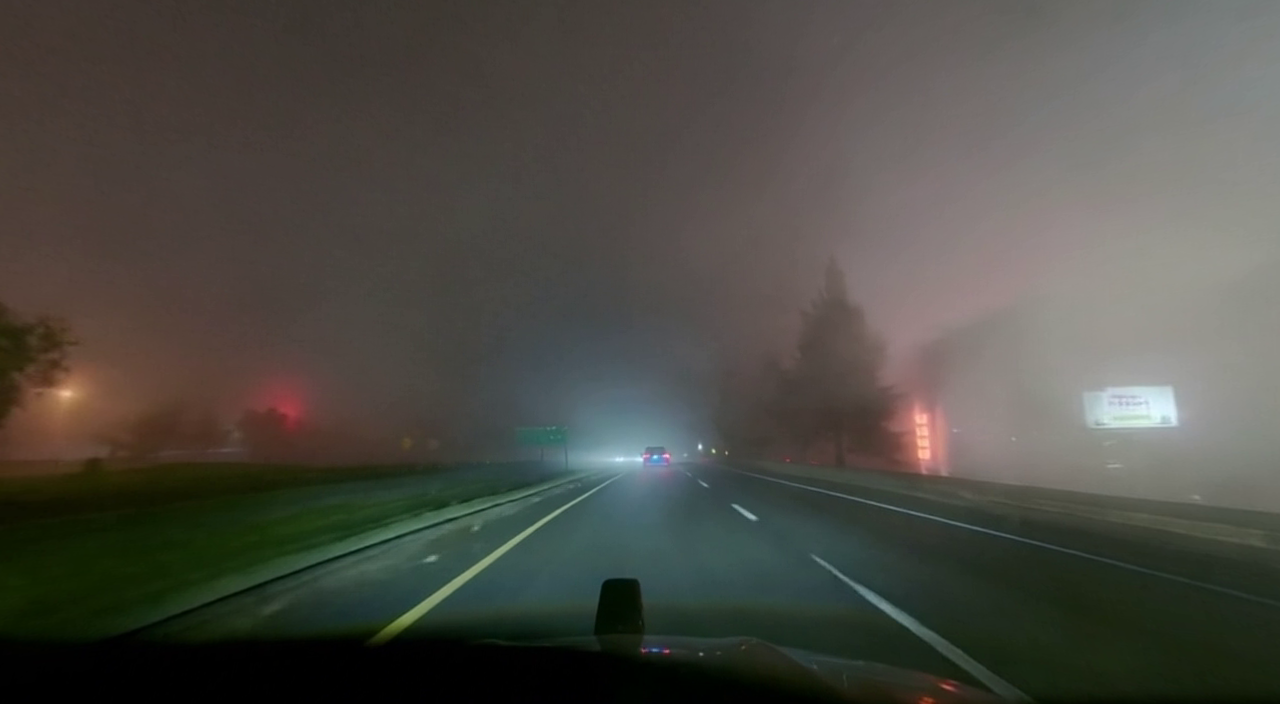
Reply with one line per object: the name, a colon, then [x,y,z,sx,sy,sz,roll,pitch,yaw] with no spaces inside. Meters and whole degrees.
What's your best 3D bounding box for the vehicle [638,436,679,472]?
vehicle: [1.223,6.611,40.901,2.546,2.126,5.153,0,-8,2]
